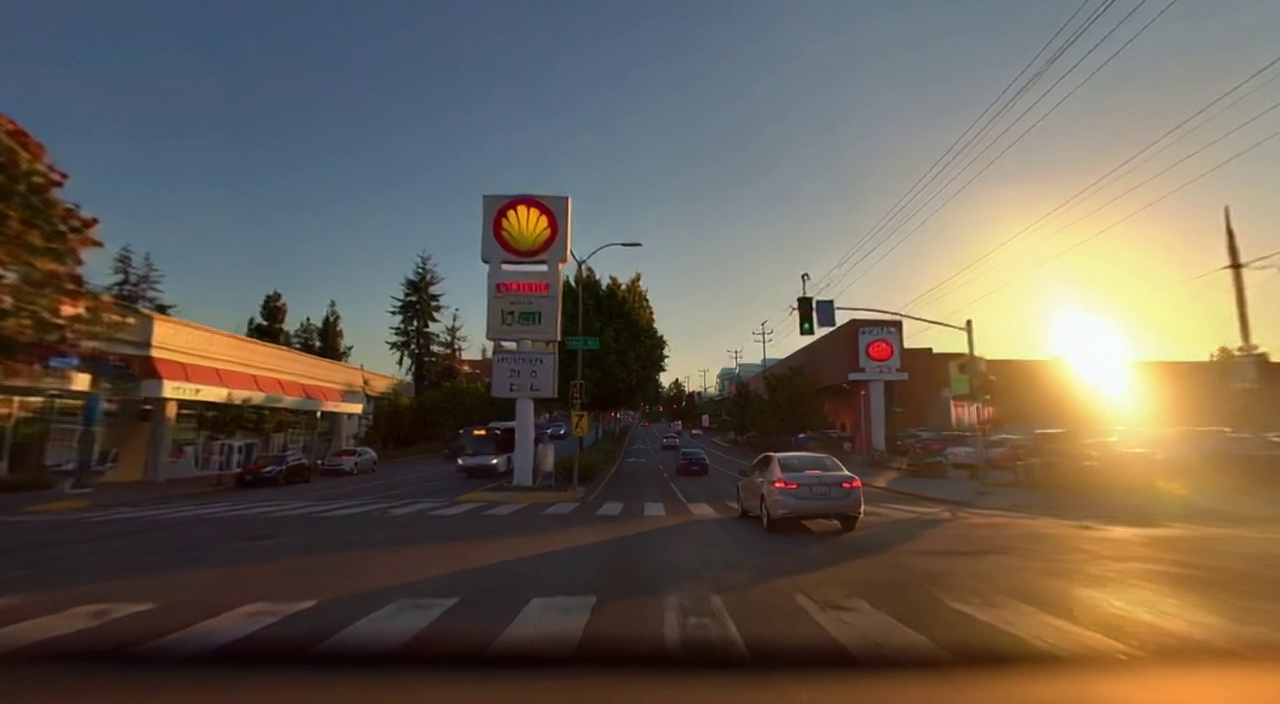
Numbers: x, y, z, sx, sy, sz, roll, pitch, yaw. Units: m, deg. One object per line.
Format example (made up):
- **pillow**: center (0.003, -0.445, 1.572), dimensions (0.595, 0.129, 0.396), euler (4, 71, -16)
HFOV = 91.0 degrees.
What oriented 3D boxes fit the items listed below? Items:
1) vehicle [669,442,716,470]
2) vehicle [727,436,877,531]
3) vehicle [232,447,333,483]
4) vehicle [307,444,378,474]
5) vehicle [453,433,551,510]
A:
- **vehicle**: center (2.894, 5.842, 35.658), dimensions (2.282, 1.458, 4.362), euler (0, -8, -1)
- **vehicle**: center (3.198, 2.680, 13.457), dimensions (1.999, 1.679, 4.217), euler (0, -8, -1)
- **vehicle**: center (-17.827, 5.643, 31.743), dimensions (1.956, 1.634, 5.000), euler (-1, -8, 3)
- **vehicle**: center (-17.974, 6.457, 38.307), dimensions (2.079, 1.672, 4.333), euler (-1, -8, 2)
- **vehicle**: center (-3.736, 3.443, 17.929), dimensions (2.189, 1.836, 4.693), euler (0, -12, -6)
